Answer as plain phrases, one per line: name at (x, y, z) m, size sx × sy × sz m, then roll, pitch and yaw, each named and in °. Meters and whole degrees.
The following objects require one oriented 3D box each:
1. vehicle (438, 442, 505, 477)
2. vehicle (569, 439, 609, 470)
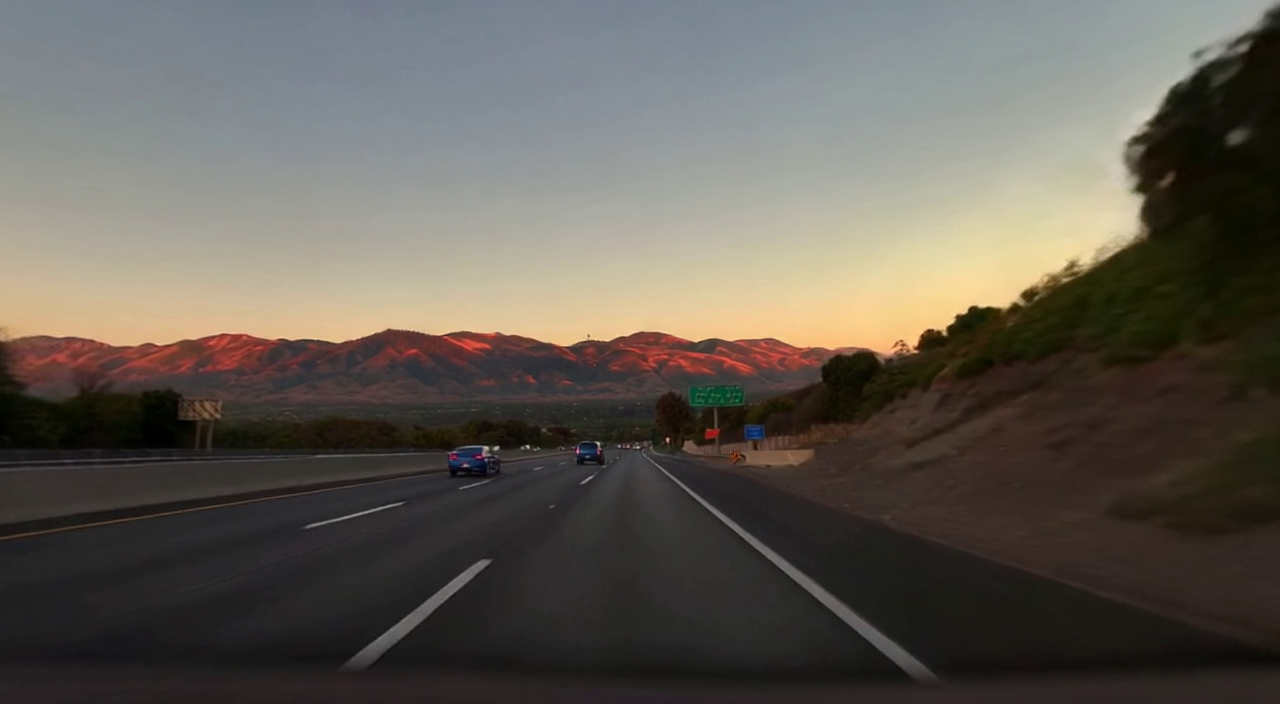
vehicle at (-7.807, 5.032, 29.793) m, size 1.930 × 1.508 × 4.567 m, roll 0°, pitch -9°, yaw 0°
vehicle at (-3.120, 6.349, 39.237) m, size 2.029 × 1.753 × 4.718 m, roll 0°, pitch -9°, yaw 1°
